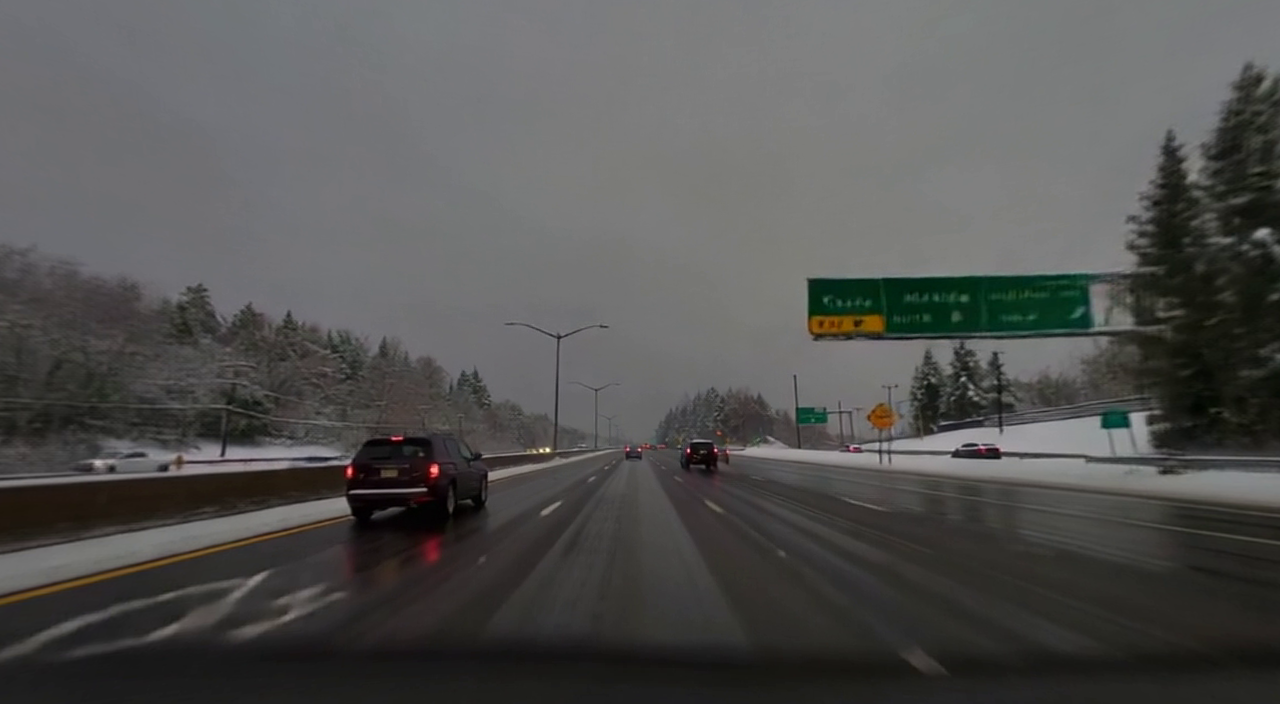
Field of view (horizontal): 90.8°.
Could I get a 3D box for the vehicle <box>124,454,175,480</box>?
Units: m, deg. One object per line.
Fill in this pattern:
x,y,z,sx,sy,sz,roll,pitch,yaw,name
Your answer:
-37.728,8.819,48.627,1.785,1.903,2.419,-2,-8,7,vehicle

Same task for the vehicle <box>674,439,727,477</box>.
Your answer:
2.785,4.990,30.040,1.997,1.638,4.281,0,-9,-1,vehicle

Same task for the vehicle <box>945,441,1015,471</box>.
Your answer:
21.986,6.731,41.085,2.070,1.782,5.006,-1,-9,4,vehicle

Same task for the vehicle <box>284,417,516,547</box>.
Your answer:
-3.626,2.064,10.688,2.099,1.682,4.590,0,-9,0,vehicle
